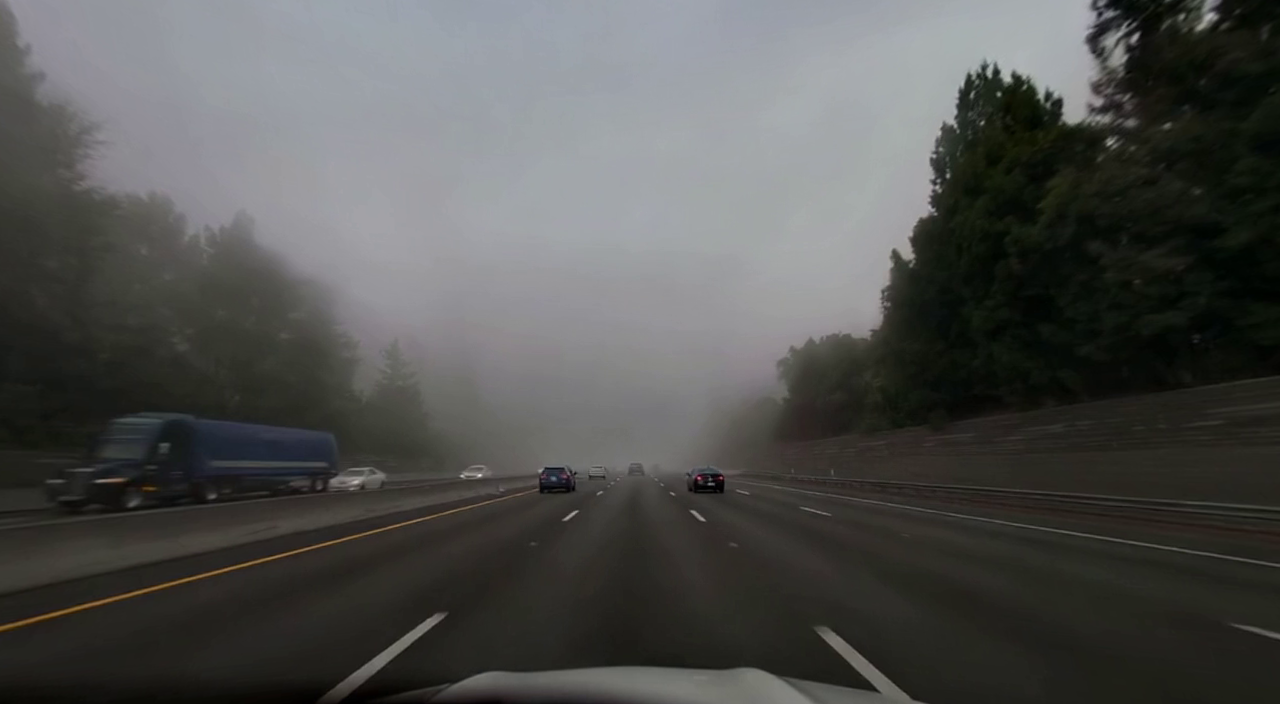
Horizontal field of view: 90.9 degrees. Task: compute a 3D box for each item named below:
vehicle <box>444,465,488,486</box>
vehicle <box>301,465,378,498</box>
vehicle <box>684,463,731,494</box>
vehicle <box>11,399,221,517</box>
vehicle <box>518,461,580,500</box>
[{"bbox_3d":[-12.713,9.040,46.307,1.913,1.457,4.579,1,-11,0],"label":"vehicle"},{"bbox_3d":[-16.107,6.958,34.057,1.877,1.593,4.590,1,-11,0],"label":"vehicle"},{"bbox_3d":[3.559,6.753,33.891,1.981,1.516,4.109,1,-10,-1],"label":"vehicle"},{"bbox_3d":[-20.082,4.197,24.787,2.938,4.013,5.762,1,-11,-1],"label":"vehicle"},{"bbox_3d":[-3.741,5.378,26.603,2.000,1.484,3.995,1,-11,-1],"label":"vehicle"}]
